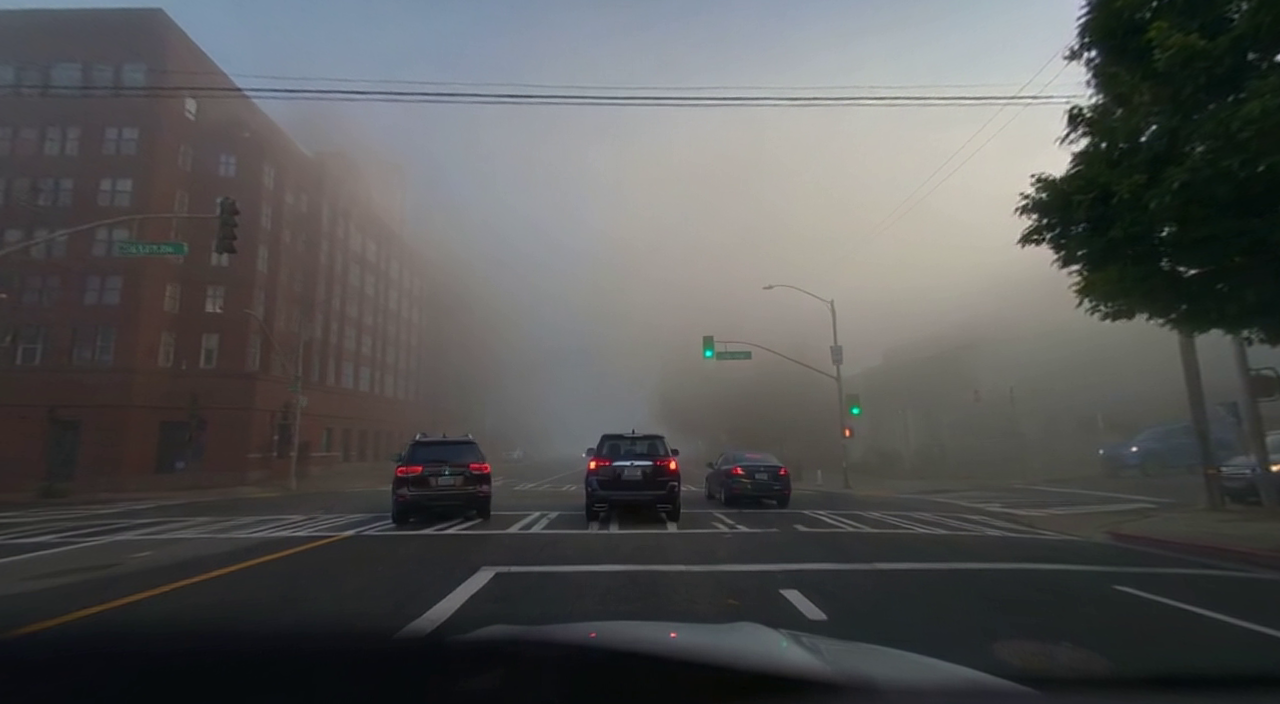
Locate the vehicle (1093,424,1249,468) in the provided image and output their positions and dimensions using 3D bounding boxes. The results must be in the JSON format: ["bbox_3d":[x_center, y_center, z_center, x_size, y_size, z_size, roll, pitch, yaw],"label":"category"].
[{"bbox_3d":[20.879,3.719,24.992,4.355,1.663,1.948,0,-9,0],"label":"vehicle"}]

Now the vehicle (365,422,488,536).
[{"bbox_3d":[-4.148,2.389,12.499,1.855,1.812,4.244,3,-9,-17],"label":"vehicle"}]

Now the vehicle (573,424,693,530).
[{"bbox_3d":[-0.175,2.536,13.464,2.105,1.842,4.537,0,-8,-1],"label":"vehicle"}]

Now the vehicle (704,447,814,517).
[{"bbox_3d":[2.765,3.097,15.628,1.852,1.462,4.155,0,-8,-1],"label":"vehicle"}]
